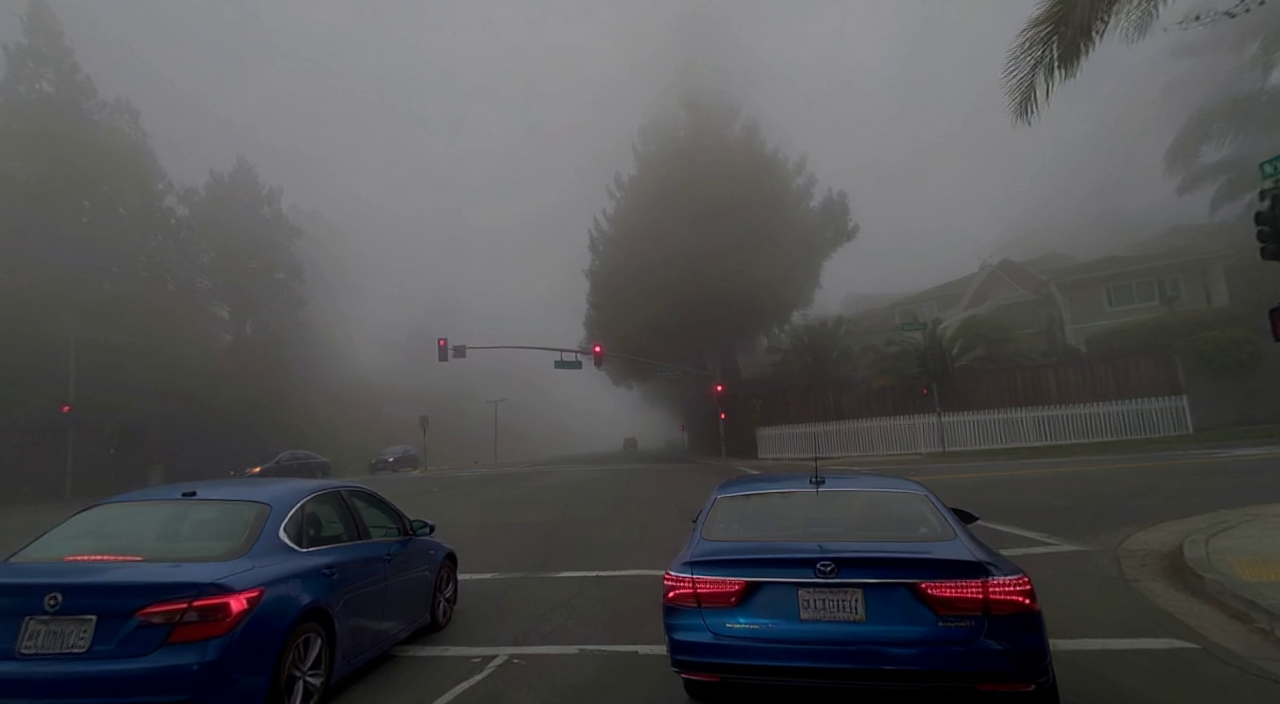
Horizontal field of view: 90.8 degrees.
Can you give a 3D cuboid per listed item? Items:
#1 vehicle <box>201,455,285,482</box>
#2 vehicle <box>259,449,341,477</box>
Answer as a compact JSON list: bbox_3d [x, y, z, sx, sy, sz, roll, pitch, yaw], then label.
[{"bbox_3d":[-24.114,7.065,38.600,2.019,1.427,4.630,-1,-9,2],"label":"vehicle"},{"bbox_3d":[-20.035,6.522,37.515,2.084,1.528,4.778,0,-9,1],"label":"vehicle"}]
